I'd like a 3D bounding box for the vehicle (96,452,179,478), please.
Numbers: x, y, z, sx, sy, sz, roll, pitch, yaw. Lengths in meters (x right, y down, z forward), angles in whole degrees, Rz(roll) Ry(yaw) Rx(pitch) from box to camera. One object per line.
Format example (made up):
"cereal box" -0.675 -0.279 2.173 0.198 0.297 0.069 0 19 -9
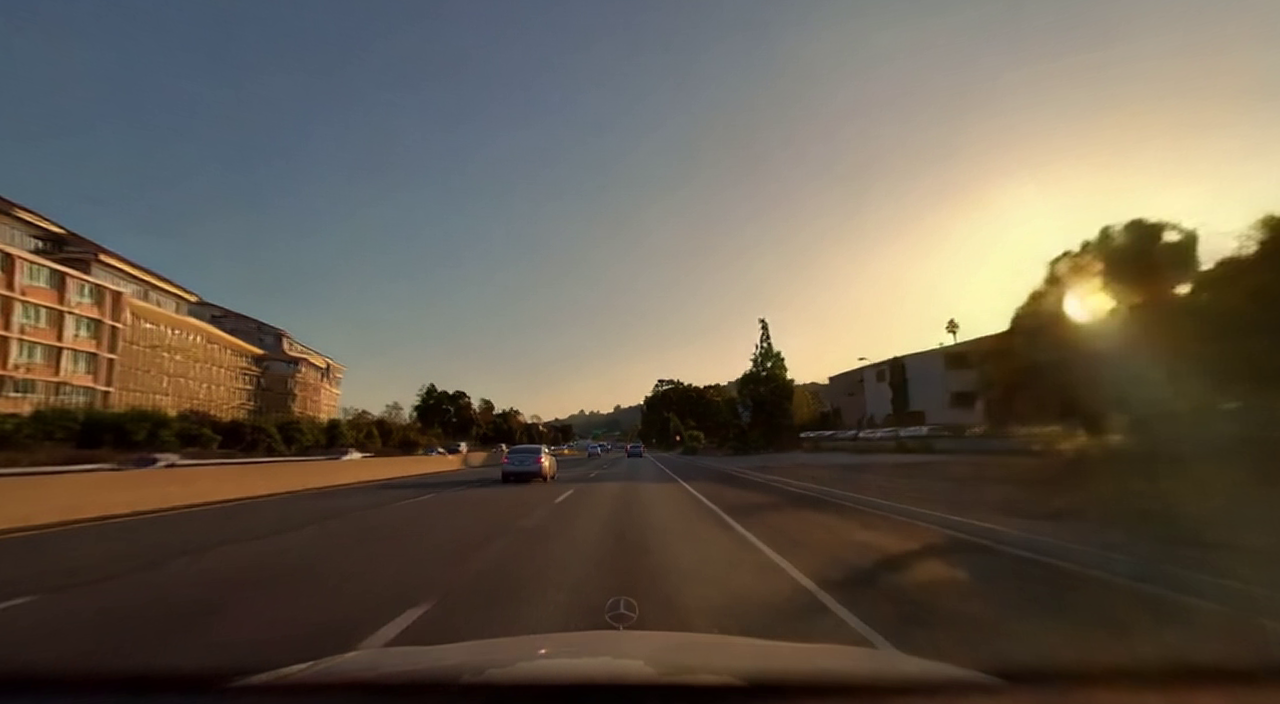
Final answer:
"vehicle" -31.743 7.140 40.067 1.782 1.470 4.149 0 -9 0

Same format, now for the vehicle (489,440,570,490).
"vehicle" -3.536 3.695 20.948 1.920 1.463 4.134 0 -9 0
